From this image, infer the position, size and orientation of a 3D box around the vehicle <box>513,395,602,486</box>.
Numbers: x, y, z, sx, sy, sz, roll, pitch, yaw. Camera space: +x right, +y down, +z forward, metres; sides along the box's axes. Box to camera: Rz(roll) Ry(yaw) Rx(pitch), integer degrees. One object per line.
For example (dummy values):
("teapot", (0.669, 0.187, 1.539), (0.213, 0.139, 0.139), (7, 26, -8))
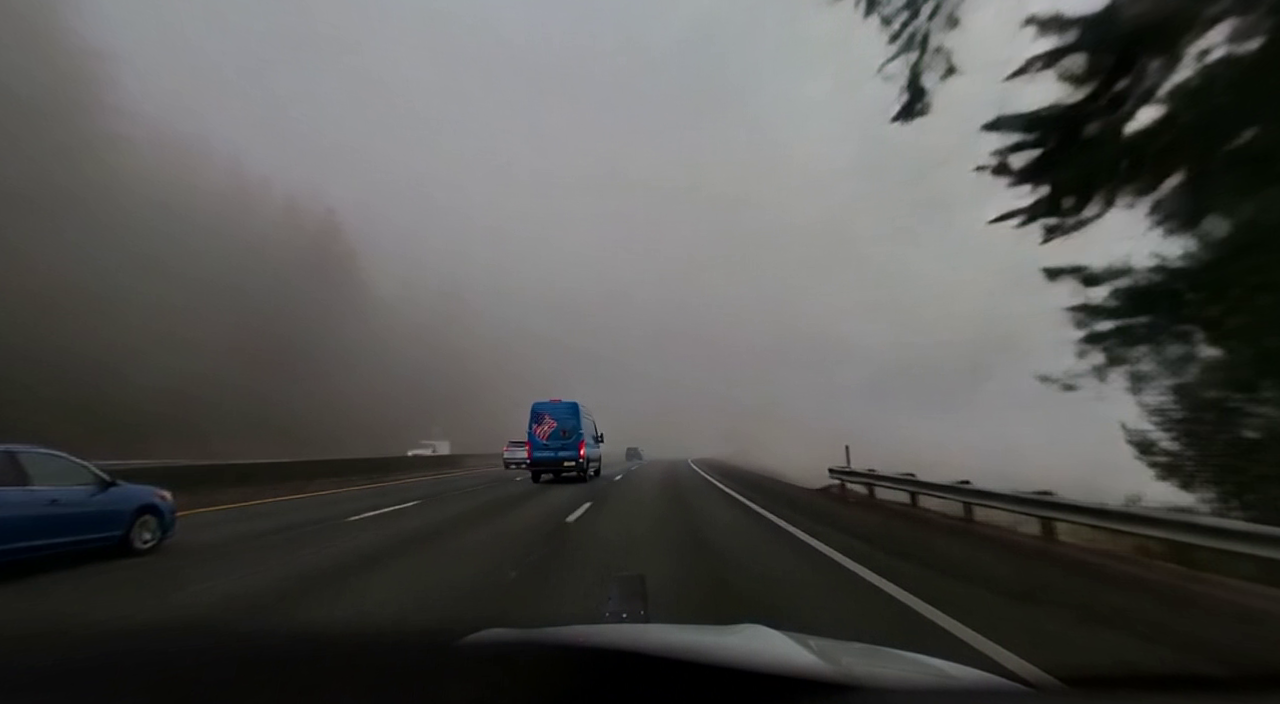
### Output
("vehicle", (-2.829, 3.261, 23.138), (2.319, 2.883, 5.632), (0, -8, 2))

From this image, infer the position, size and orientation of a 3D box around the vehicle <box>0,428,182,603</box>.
("vehicle", (-6.280, 1.320, 4.981), (1.947, 1.438, 4.440), (0, -8, 1))
